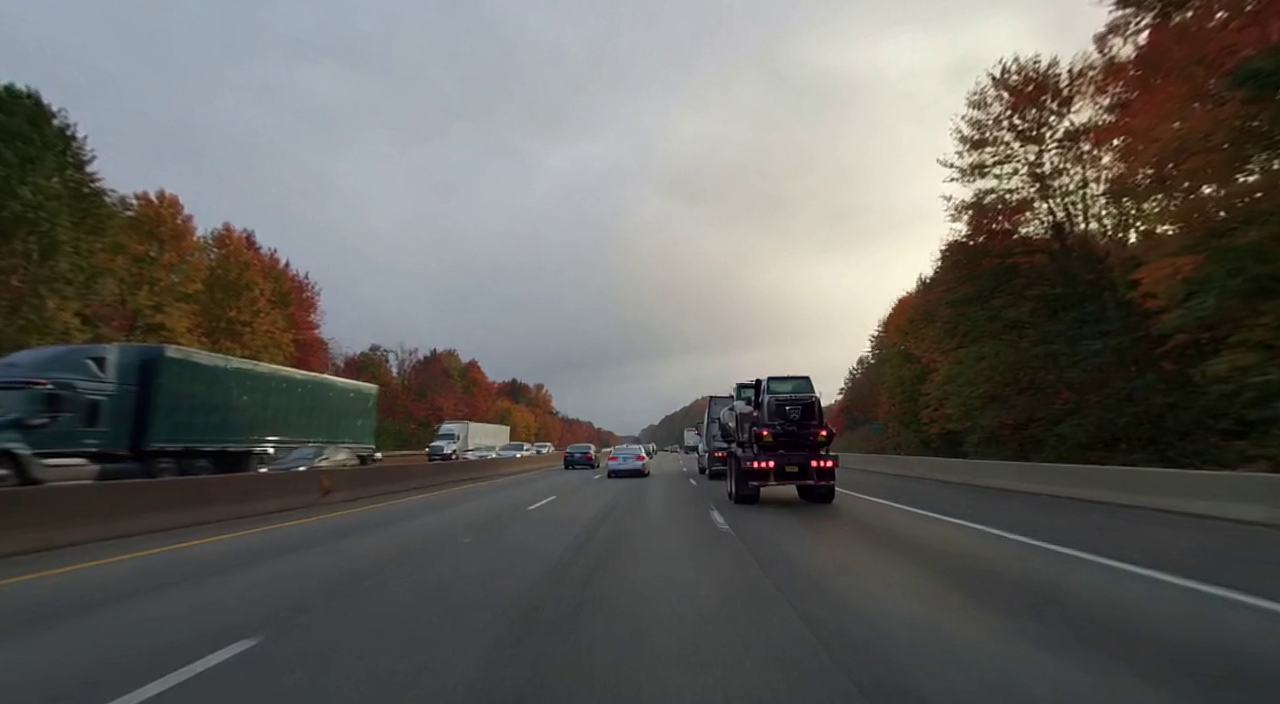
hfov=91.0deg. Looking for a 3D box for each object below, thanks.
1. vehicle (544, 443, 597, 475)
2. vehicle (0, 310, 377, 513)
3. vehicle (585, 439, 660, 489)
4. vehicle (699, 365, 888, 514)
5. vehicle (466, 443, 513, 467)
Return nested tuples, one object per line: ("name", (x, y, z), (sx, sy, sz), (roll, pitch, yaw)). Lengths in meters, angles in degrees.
("vehicle", (-3.289, 5.155, 30.515), (1.928, 1.464, 3.706), (-1, -8, 3))
("vehicle", (-14.978, 2.508, 22.157), (3.330, 4.410, 17.004), (-1, -8, 3))
("vehicle", (-0.468, 3.677, 21.031), (2.152, 1.484, 4.211), (-1, -8, 3))
("vehicle", (3.976, 2.870, 20.405), (3.150, 3.257, 13.098), (0, -8, 1))
("vehicle", (-10.098, 6.950, 42.498), (1.905, 1.511, 4.095), (-1, -8, 4))
